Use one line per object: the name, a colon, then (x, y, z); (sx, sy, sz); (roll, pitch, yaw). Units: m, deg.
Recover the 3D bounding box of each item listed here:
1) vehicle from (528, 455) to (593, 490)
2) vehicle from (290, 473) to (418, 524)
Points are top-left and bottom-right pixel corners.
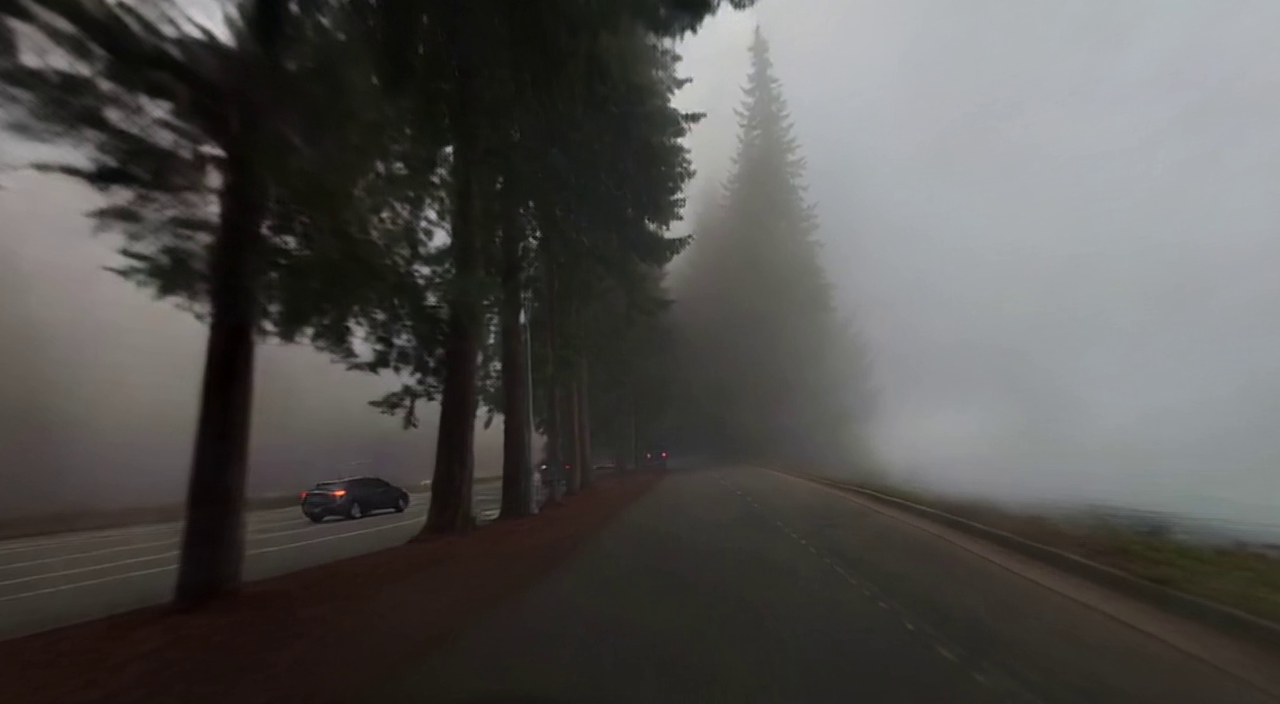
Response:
vehicle: (-4.283, 6.576, 34.875); (2.049, 1.699, 4.860); (-2, -9, 12)
vehicle: (-10.848, 5.574, 24.433); (1.886, 1.535, 4.742); (-2, -9, 14)
